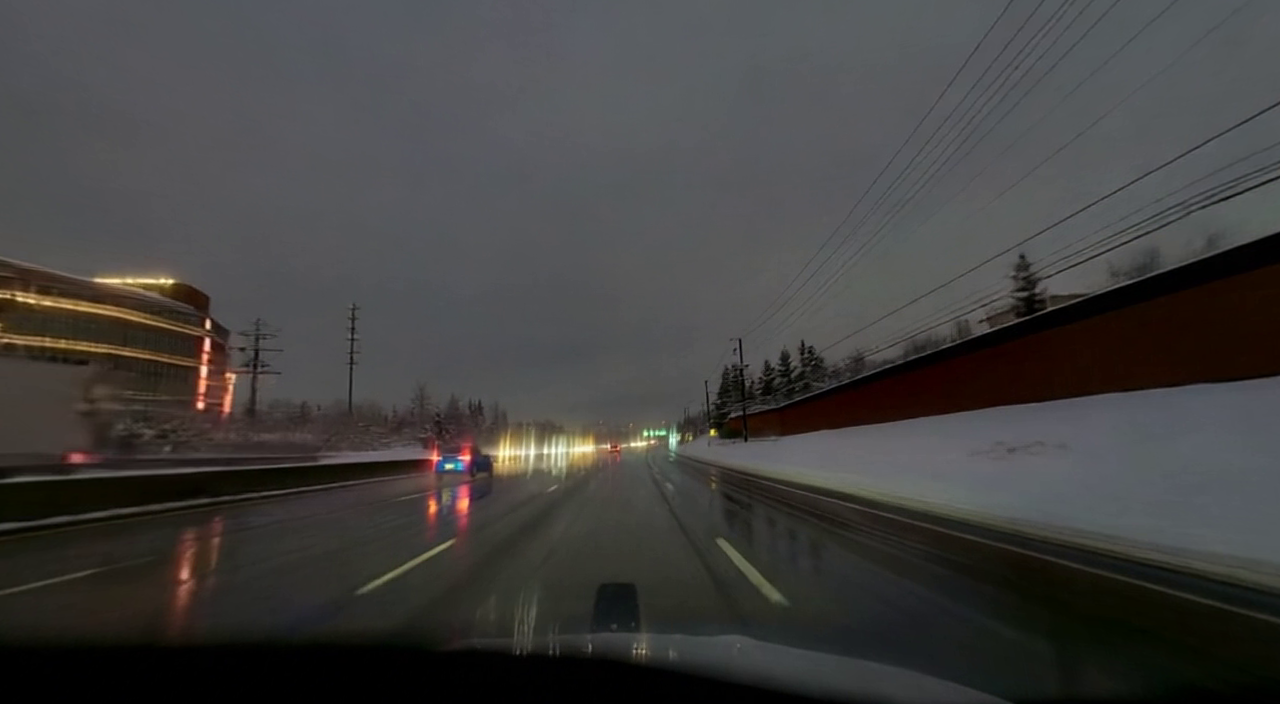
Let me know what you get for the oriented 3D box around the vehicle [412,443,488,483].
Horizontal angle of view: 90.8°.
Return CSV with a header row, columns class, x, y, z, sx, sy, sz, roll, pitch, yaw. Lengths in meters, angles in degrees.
class,x,y,z,sx,sy,sz,roll,pitch,yaw
vehicle,-8.055,4.702,27.136,2.013,1.574,3.923,0,-8,0
